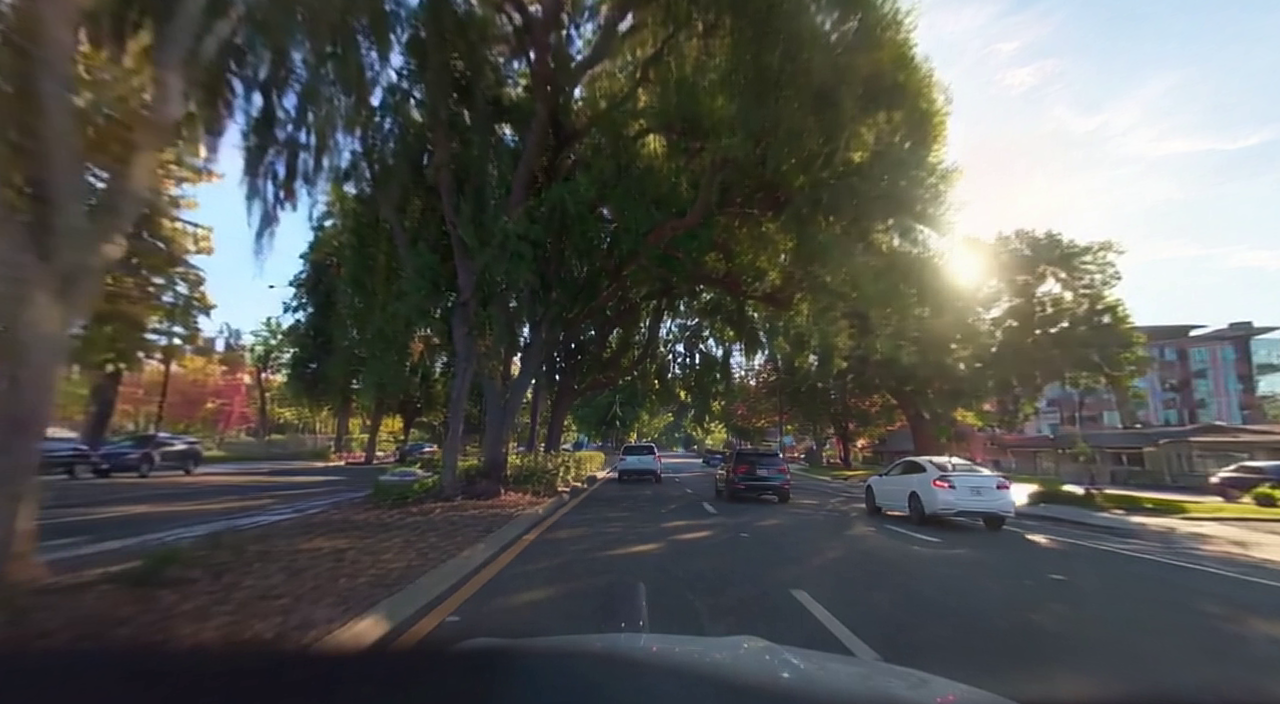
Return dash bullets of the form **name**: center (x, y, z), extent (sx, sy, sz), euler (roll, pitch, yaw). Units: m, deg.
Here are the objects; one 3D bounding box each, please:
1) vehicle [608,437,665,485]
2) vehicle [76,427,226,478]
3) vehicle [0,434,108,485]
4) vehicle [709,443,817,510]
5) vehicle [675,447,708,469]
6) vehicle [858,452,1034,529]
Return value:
- **vehicle**: center (-0.089, 4.196, 24.486), extent (2.008, 1.674, 4.239), euler (0, -8, 1)
- **vehicle**: center (-19.092, 3.955, 24.903), extent (2.043, 1.707, 4.798), euler (3, -9, -1)
- **vehicle**: center (-19.048, 3.222, 18.934), extent (1.905, 1.428, 4.637), euler (0, -8, 0)
- **vehicle**: center (3.036, 3.154, 16.444), extent (1.932, 1.510, 4.168), euler (0, -8, -1)
- **vehicle**: center (3.644, 7.567, 45.164), extent (2.012, 1.462, 4.163), euler (0, -8, -1)
- **vehicle**: center (6.860, 3.113, 14.699), extent (1.944, 1.458, 4.268), euler (0, -8, 0)
